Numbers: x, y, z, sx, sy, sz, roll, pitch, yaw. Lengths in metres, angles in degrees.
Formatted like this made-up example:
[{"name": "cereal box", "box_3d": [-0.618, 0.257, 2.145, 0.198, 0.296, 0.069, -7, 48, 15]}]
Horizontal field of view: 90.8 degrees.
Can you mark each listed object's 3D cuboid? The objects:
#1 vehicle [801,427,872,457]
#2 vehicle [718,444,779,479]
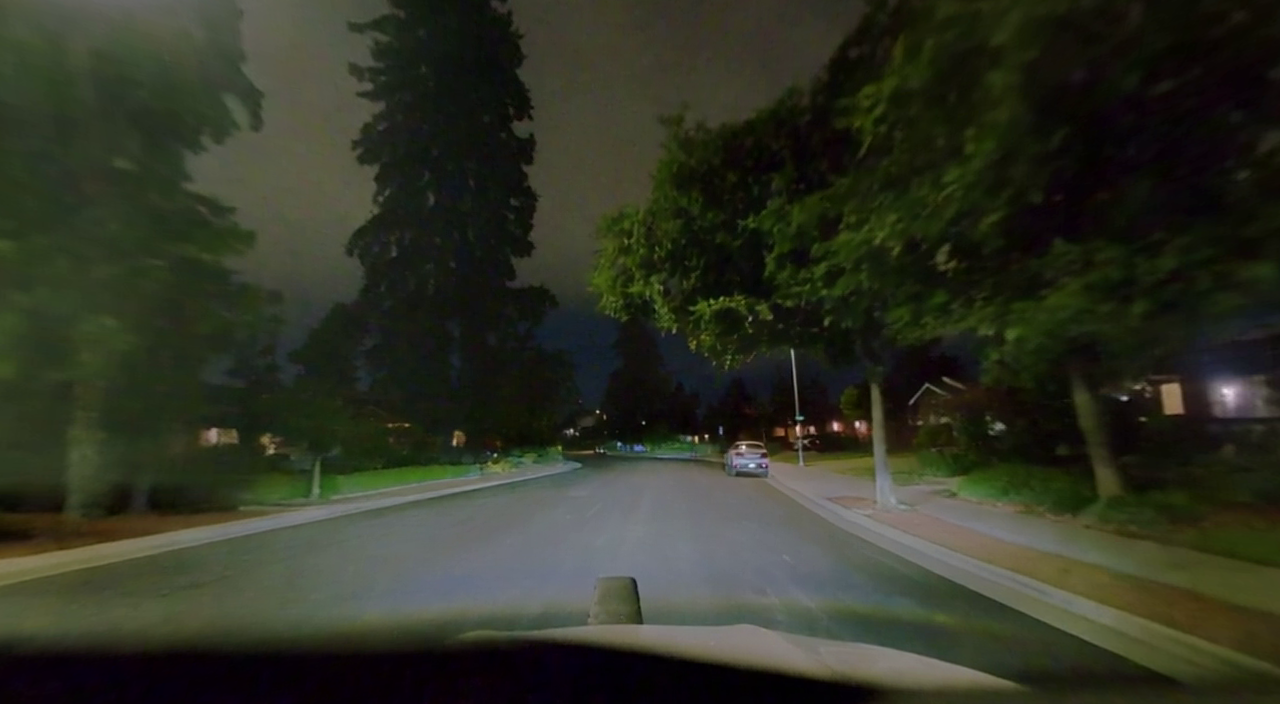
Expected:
[{"name": "vehicle", "box_3d": [14.298, 6.580, 46.089, 4.421, 1.703, 1.927, -5, -8, -5]}, {"name": "vehicle", "box_3d": [5.081, 5.212, 30.320, 2.088, 1.522, 4.449, 0, -9, 0]}]
